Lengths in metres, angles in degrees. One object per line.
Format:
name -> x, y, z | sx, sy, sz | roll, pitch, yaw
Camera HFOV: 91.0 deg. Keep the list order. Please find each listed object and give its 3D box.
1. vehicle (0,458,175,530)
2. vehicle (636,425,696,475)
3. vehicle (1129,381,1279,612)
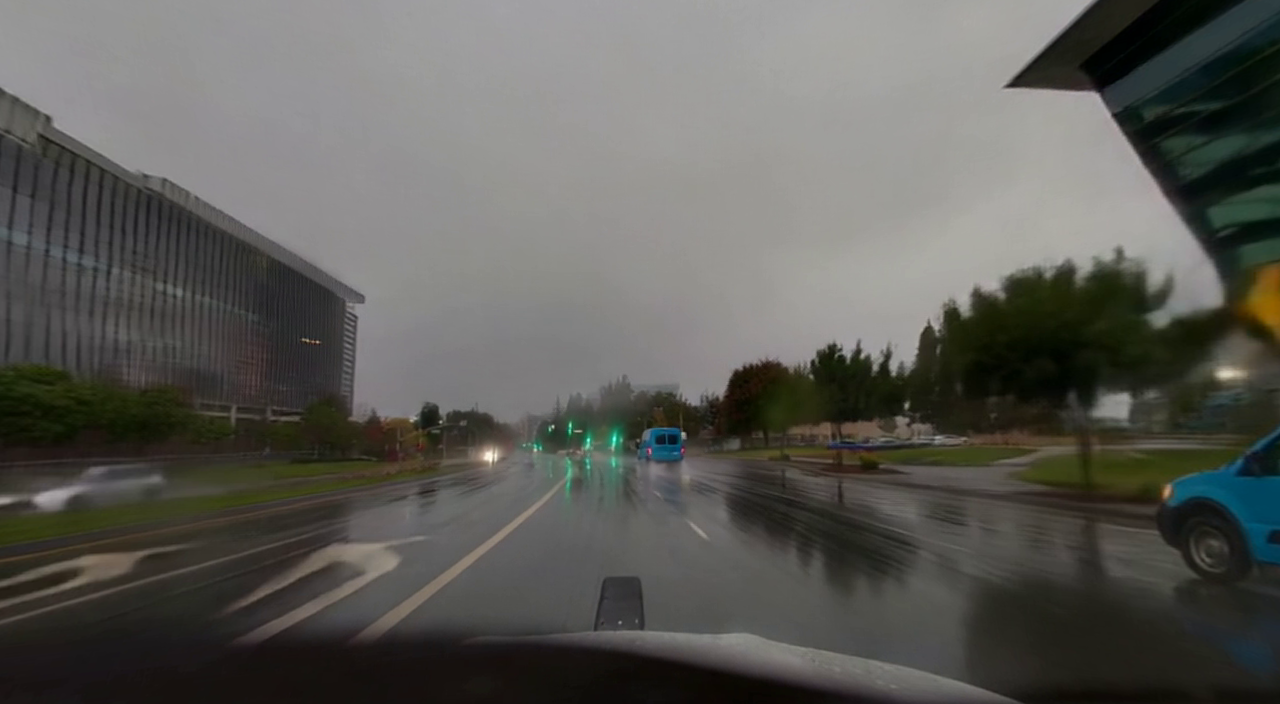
vehicle -> -14.565, 3.515, 16.147 | 1.893, 1.447, 4.581 | 0, -8, -3
vehicle -> 1.186, 4.830, 31.284 | 2.339, 2.244, 4.817 | 1, -8, -6
vehicle -> 5.847, 0.964, 3.894 | 1.992, 1.726, 4.434 | 0, -8, -1
